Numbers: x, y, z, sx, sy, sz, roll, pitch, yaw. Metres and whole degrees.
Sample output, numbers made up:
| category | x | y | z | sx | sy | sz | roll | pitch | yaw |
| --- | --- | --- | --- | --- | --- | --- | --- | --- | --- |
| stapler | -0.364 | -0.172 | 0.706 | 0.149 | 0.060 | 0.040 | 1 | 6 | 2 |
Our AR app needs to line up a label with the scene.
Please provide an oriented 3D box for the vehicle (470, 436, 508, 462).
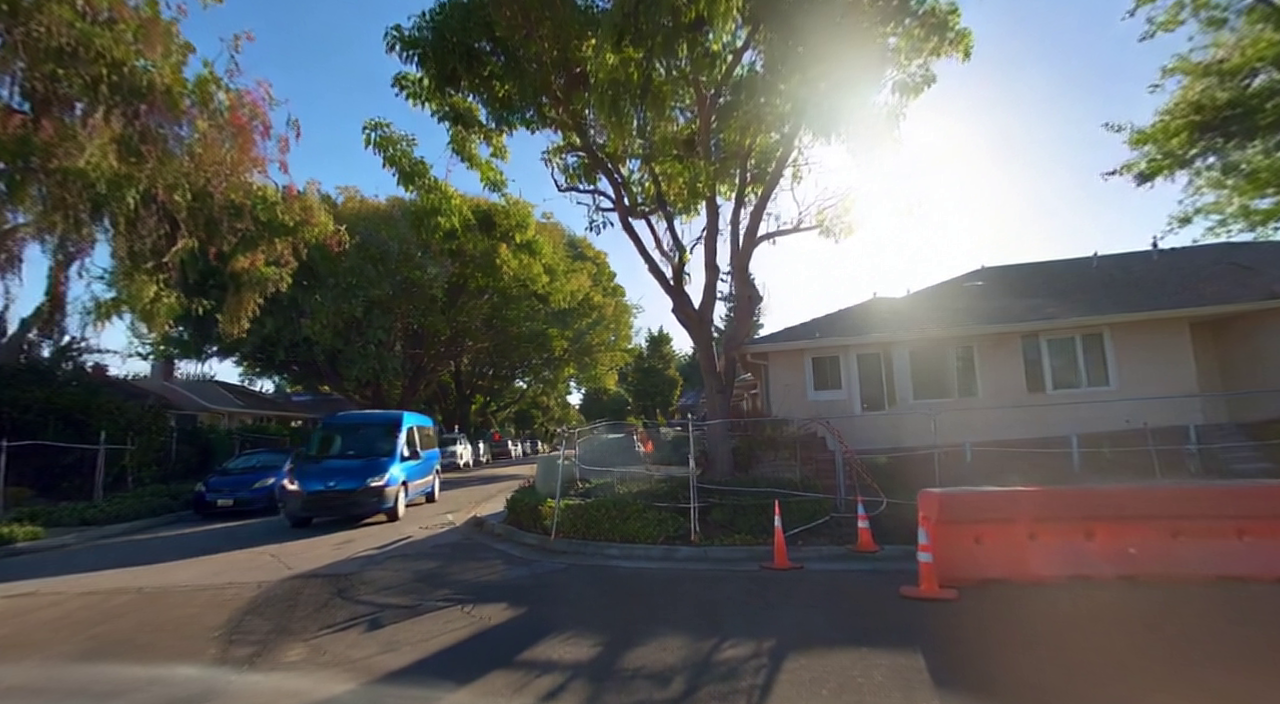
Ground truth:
| category | x | y | z | sx | sy | sz | roll | pitch | yaw |
| --- | --- | --- | --- | --- | --- | --- | --- | --- | --- |
| vehicle | -9.984 | 6.391 | 41.828 | 1.765 | 1.493 | 4.130 | 3 | -6 | -4 |

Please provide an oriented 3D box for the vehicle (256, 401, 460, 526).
| category | x | y | z | sx | sy | sz | roll | pitch | yaw |
| --- | --- | --- | --- | --- | --- | --- | --- | --- | --- |
| vehicle | -5.184 | 2.095 | 12.517 | 2.219 | 1.984 | 4.712 | 1 | -8 | -5 |

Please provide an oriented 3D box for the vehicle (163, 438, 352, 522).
| category | x | y | z | sx | sy | sz | roll | pitch | yaw |
| --- | --- | --- | --- | --- | --- | --- | --- | --- | --- |
| vehicle | -8.169 | 2.704 | 13.987 | 1.899 | 1.524 | 4.082 | 0 | -7 | -5 |

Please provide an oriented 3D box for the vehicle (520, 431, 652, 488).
| category | x | y | z | sx | sy | sz | roll | pitch | yaw |
| --- | --- | --- | --- | --- | --- | --- | --- | --- | --- |
| vehicle | -1.444 | 3.058 | 18.394 | 1.827 | 1.436 | 4.070 | -5 | -9 | 29 |
